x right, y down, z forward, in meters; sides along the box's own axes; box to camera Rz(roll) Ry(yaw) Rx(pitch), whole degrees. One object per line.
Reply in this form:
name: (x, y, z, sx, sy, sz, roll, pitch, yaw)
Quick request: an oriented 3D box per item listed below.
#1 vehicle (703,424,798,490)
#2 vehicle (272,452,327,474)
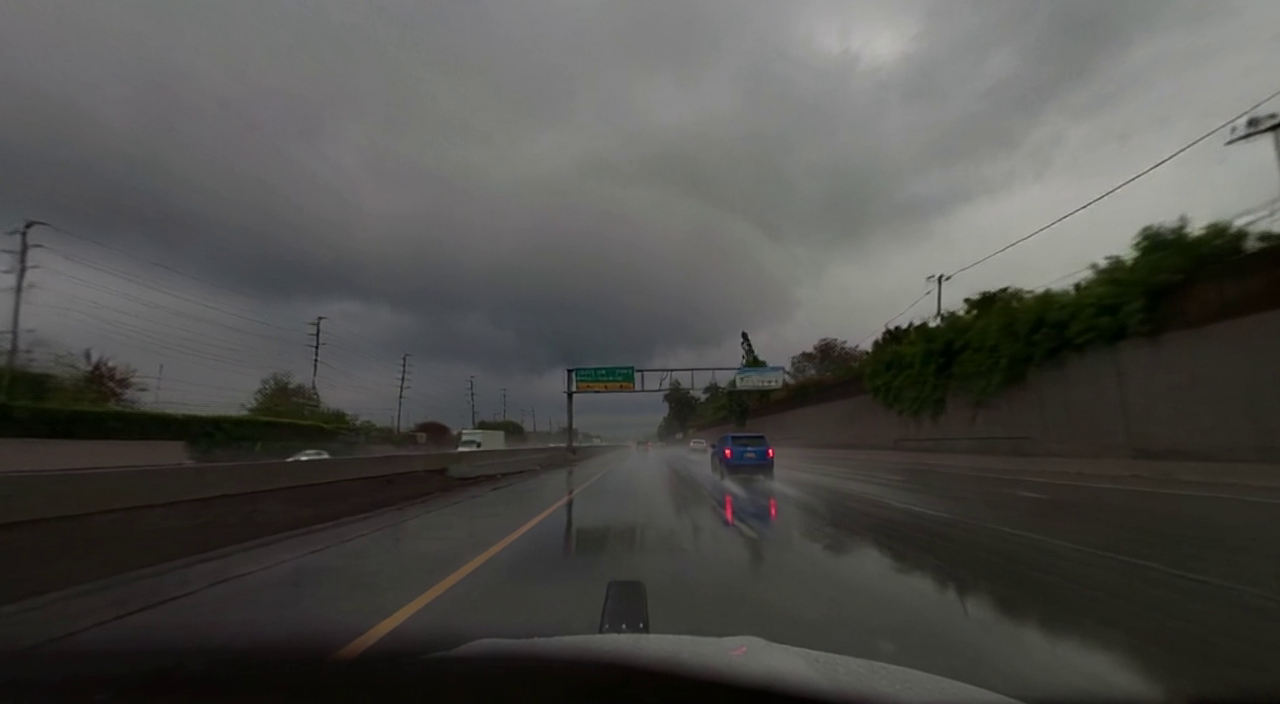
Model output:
vehicle: (3.330, 3.279, 19.972, 2.120, 1.832, 4.287, 0, -8, -1)
vehicle: (-26.061, 8.458, 48.399, 2.240, 1.542, 3.557, 0, -8, -1)
